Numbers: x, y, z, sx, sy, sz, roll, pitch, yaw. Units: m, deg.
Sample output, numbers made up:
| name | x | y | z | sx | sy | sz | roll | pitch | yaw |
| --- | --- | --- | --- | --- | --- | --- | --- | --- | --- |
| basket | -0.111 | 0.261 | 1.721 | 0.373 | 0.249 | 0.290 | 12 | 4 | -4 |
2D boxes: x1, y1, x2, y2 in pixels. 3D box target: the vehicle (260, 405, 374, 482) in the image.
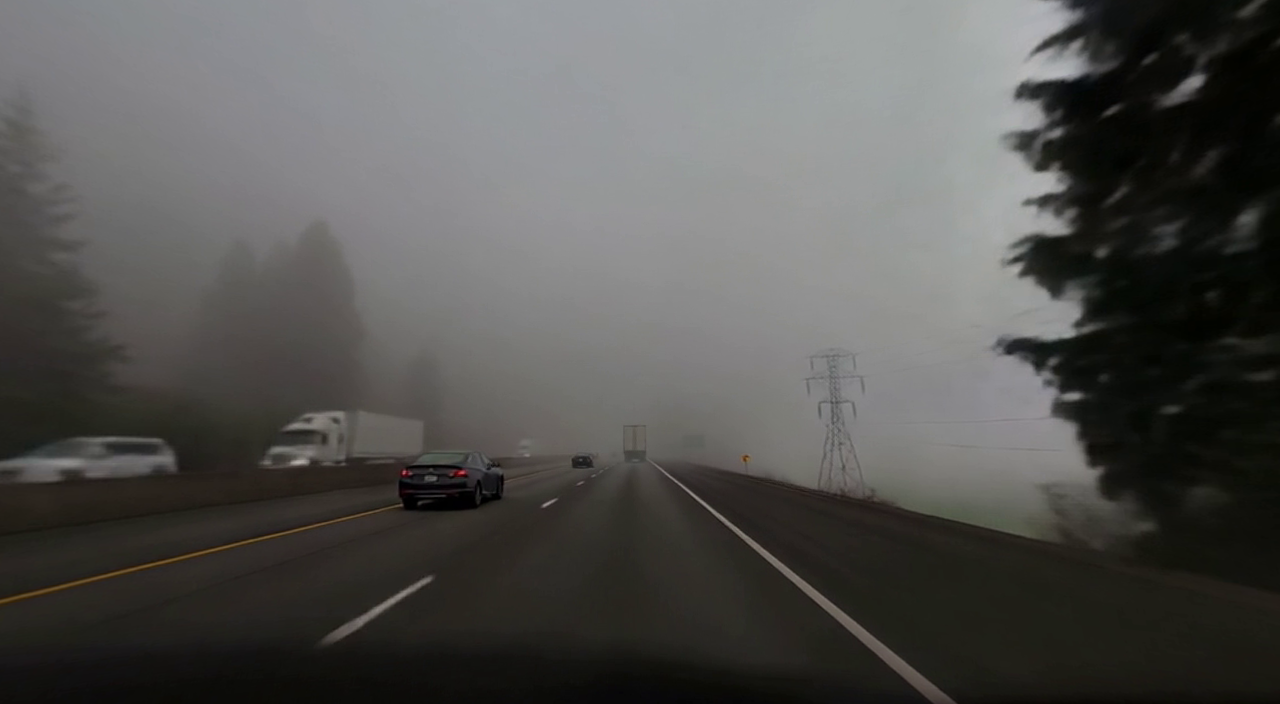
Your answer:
| name | x | y | z | sx | sy | sz | roll | pitch | yaw |
| --- | --- | --- | --- | --- | --- | --- | --- | --- | --- |
| vehicle | -17.968 | 5.220 | 35.728 | 2.954 | 3.922 | 6.403 | 0 | -9 | 0 |

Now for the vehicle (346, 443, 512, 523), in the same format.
| name | x | y | z | sx | sy | sz | roll | pitch | yaw |
| --- | --- | --- | --- | --- | --- | --- | --- | --- | --- |
| vehicle | -4.350 | 2.774 | 13.916 | 2.106 | 1.445 | 4.404 | 0 | -9 | 0 |
